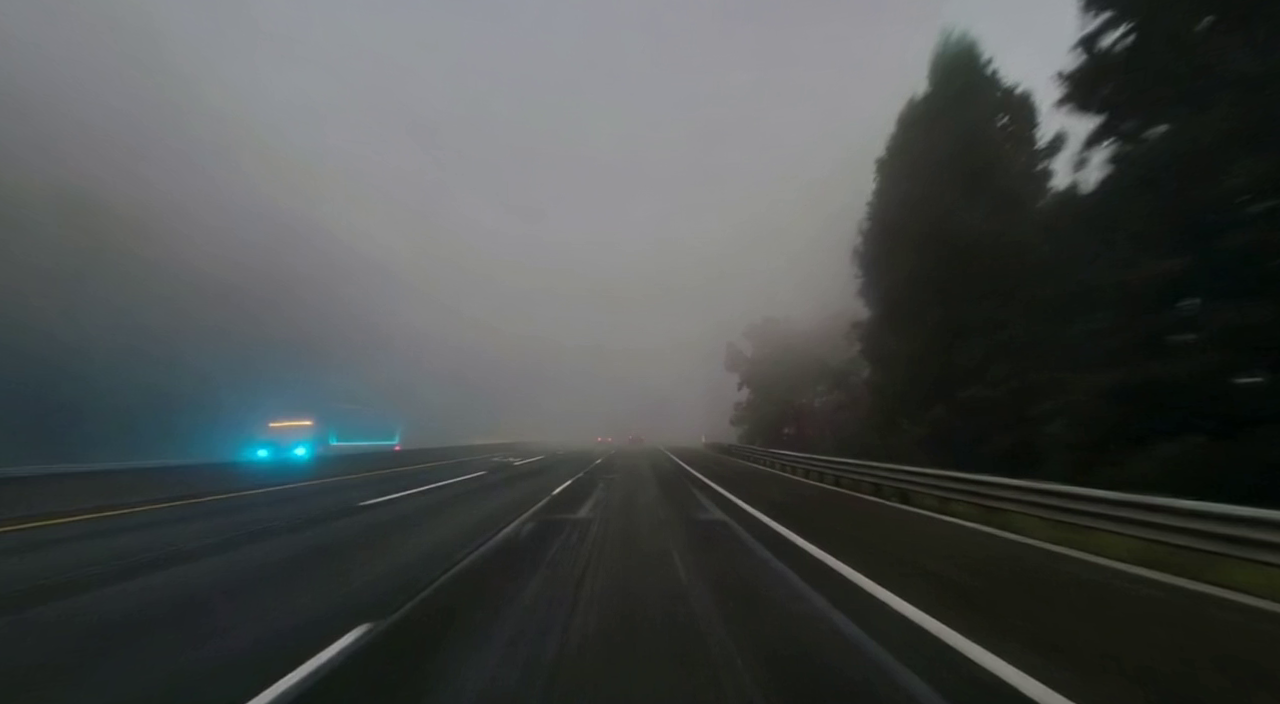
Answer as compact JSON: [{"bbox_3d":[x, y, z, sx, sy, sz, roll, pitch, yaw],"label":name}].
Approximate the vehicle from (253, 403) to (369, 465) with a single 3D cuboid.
[{"bbox_3d":[-23.486,5.989,45.795,3.030,3.937,10.121,0,-8,-1],"label":"vehicle"}]
